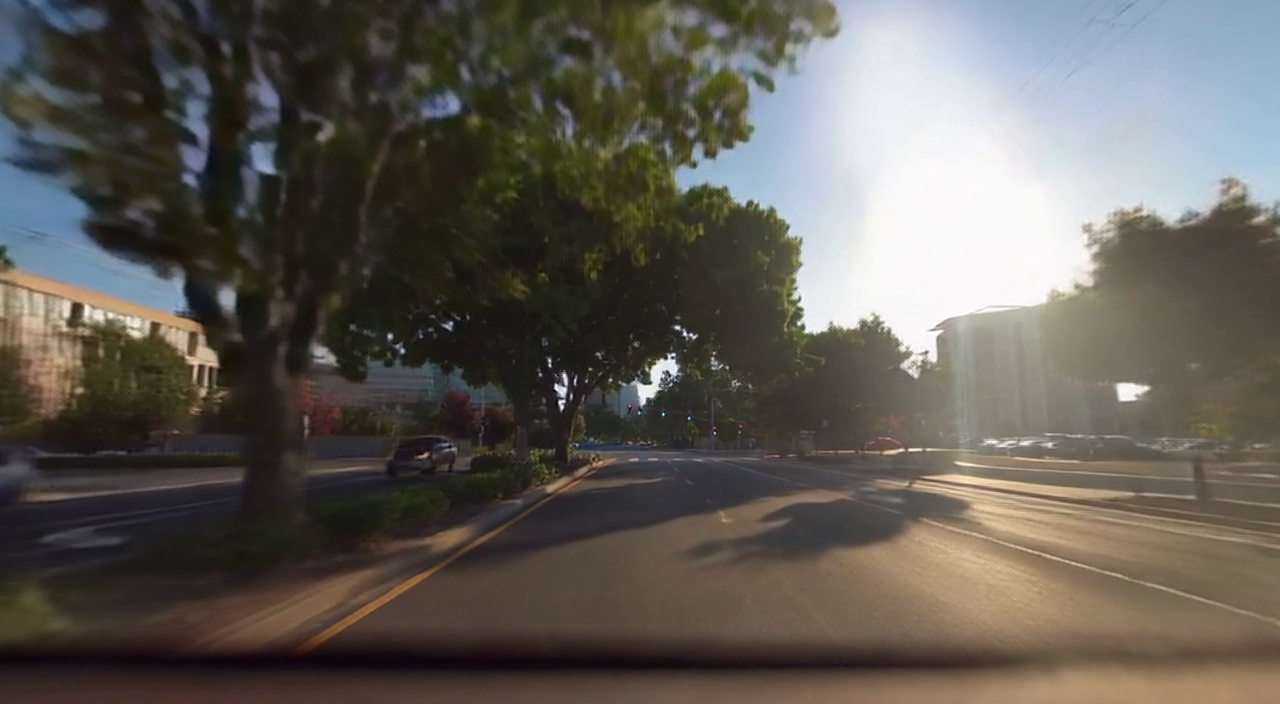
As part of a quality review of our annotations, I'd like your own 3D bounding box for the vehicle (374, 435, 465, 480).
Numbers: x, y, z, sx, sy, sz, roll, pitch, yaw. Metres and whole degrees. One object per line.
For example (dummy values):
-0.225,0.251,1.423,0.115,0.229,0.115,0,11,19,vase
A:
-8.246,3.986,24.044,1.936,1.525,4.214,0,-8,0,vehicle
